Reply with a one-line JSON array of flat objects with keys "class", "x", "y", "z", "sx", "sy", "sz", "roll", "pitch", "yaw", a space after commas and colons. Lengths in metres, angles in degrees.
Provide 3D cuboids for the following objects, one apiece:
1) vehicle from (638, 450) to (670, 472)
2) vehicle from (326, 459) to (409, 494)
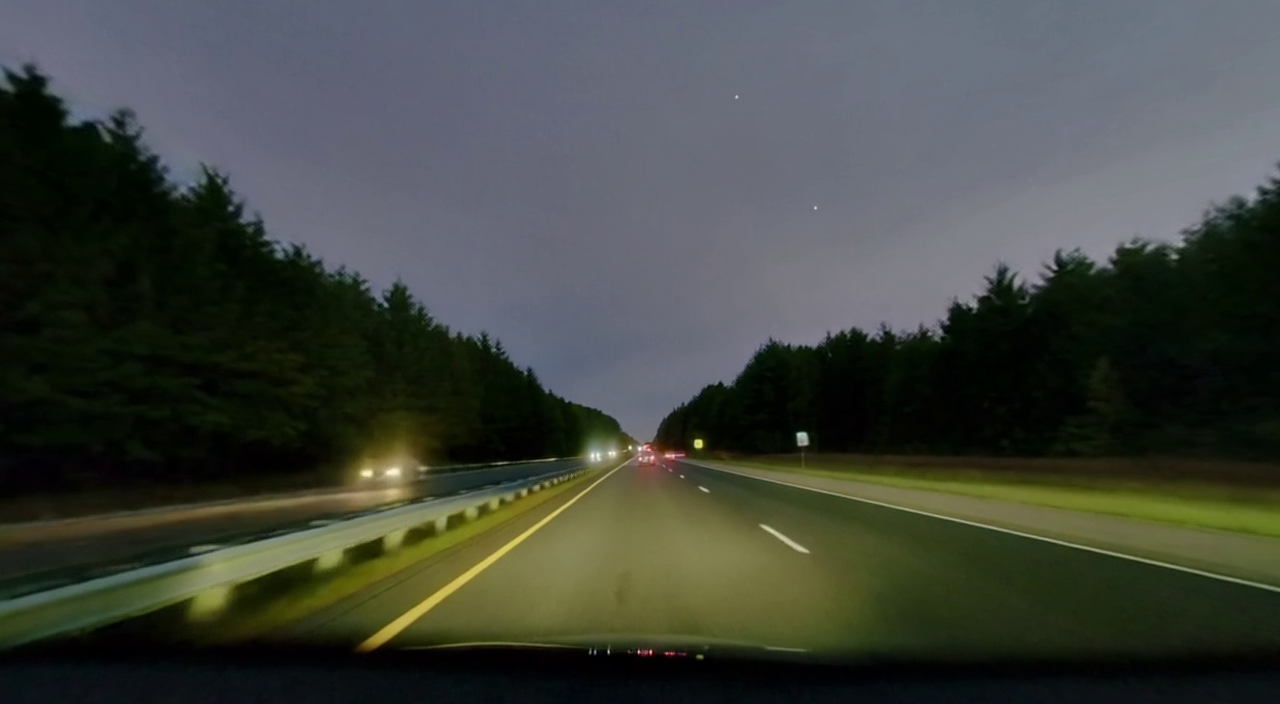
[{"class": "vehicle", "x": 0.954, "y": 7.854, "z": 45.450, "sx": 2.162, "sy": 1.492, "sz": 3.975, "roll": 0, "pitch": -9, "yaw": 0}, {"class": "vehicle", "x": -12.511, "y": 5.721, "z": 29.260, "sx": 1.873, "sy": 1.452, "sz": 4.361, "roll": 0, "pitch": -9, "yaw": 0}]
